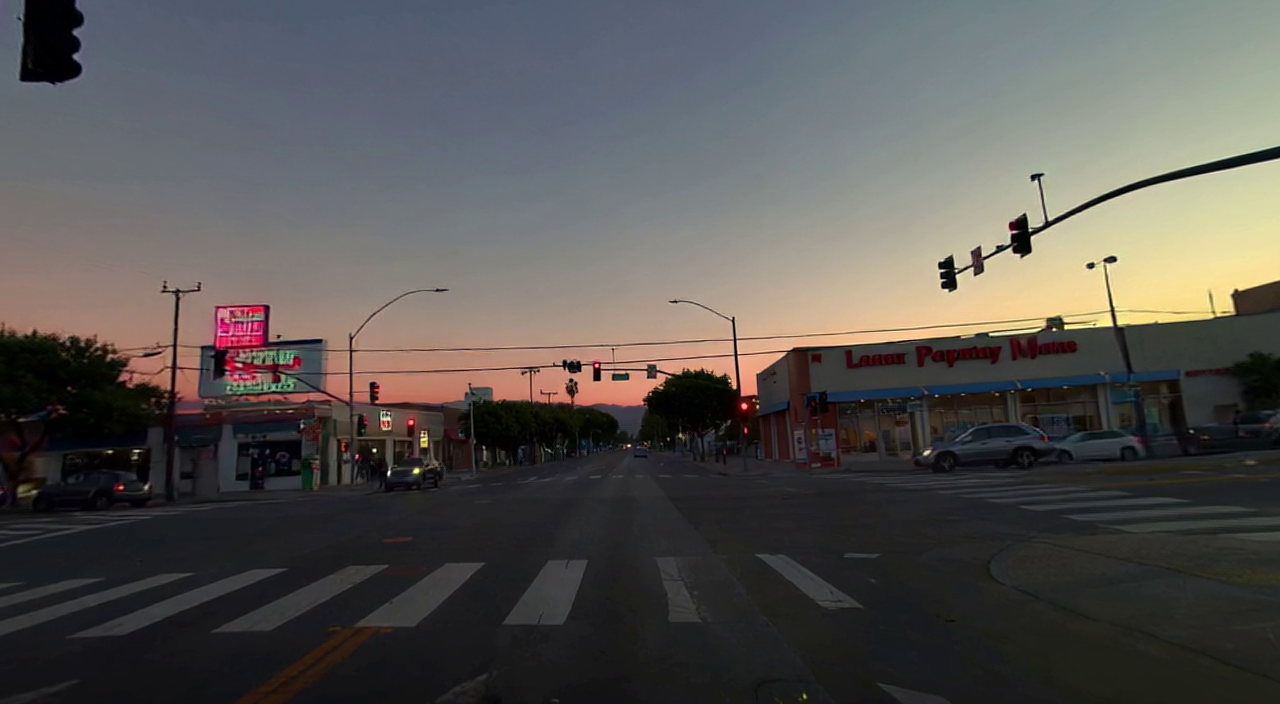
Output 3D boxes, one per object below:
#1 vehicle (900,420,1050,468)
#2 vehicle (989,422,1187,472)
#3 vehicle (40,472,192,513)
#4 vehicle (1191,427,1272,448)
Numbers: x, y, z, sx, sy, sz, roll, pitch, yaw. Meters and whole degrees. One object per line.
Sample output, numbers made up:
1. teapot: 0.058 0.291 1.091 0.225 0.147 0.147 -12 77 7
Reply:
1. vehicle: 13.009 3.652 24.944 4.916 1.730 1.986 -4 -9 21
2. vehicle: 14.352 3.102 20.628 4.835 1.487 1.913 -4 -9 20
3. vehicle: -21.172 5.679 25.648 4.676 1.463 1.909 -1 -8 6
4. vehicle: 42.041 6.069 44.898 4.347 1.446 1.777 1 -9 -10
